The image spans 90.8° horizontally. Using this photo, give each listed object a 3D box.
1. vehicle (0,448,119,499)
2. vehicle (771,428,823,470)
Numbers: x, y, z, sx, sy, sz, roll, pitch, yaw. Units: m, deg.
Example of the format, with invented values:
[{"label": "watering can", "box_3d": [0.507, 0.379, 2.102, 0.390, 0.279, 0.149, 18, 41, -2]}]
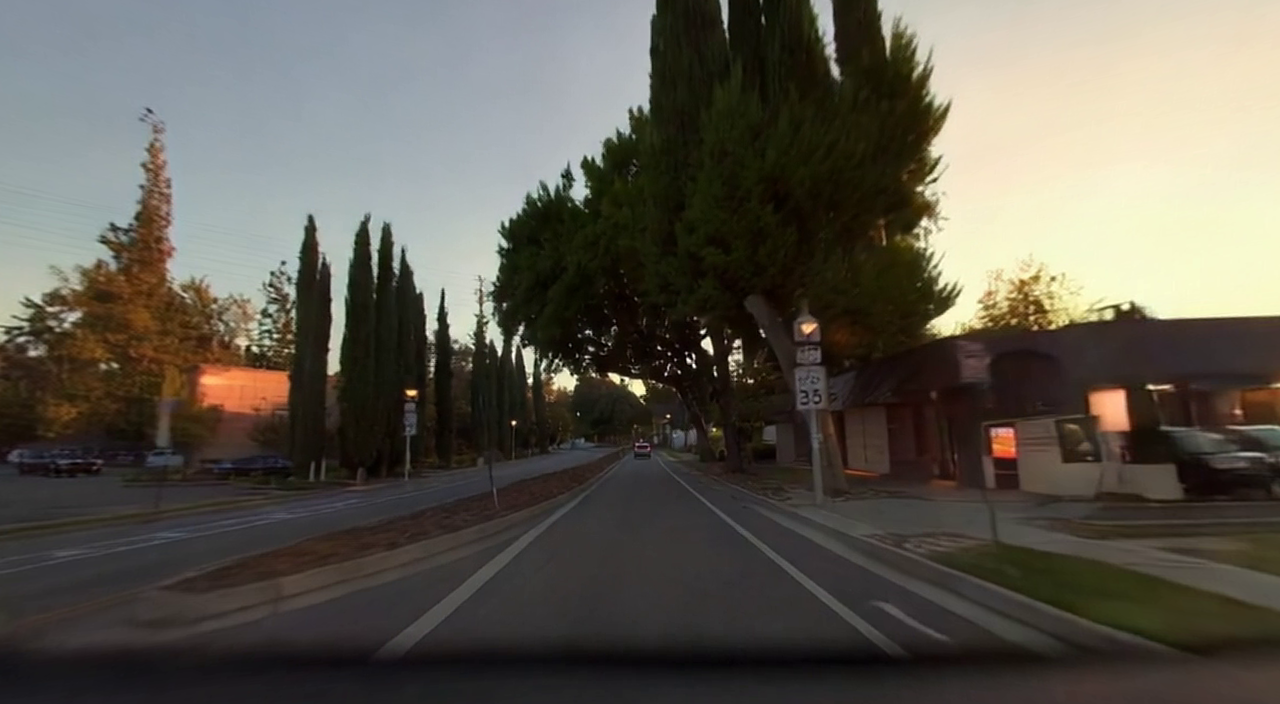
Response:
[{"label": "vehicle", "box_3d": [-20.083, 3.989, 21.162, 2.061, 1.475, 4.357, 1, -8, -10]}, {"label": "vehicle", "box_3d": [11.255, 7.055, 45.677, 2.001, 1.744, 4.449, -4, -23, -9]}]
